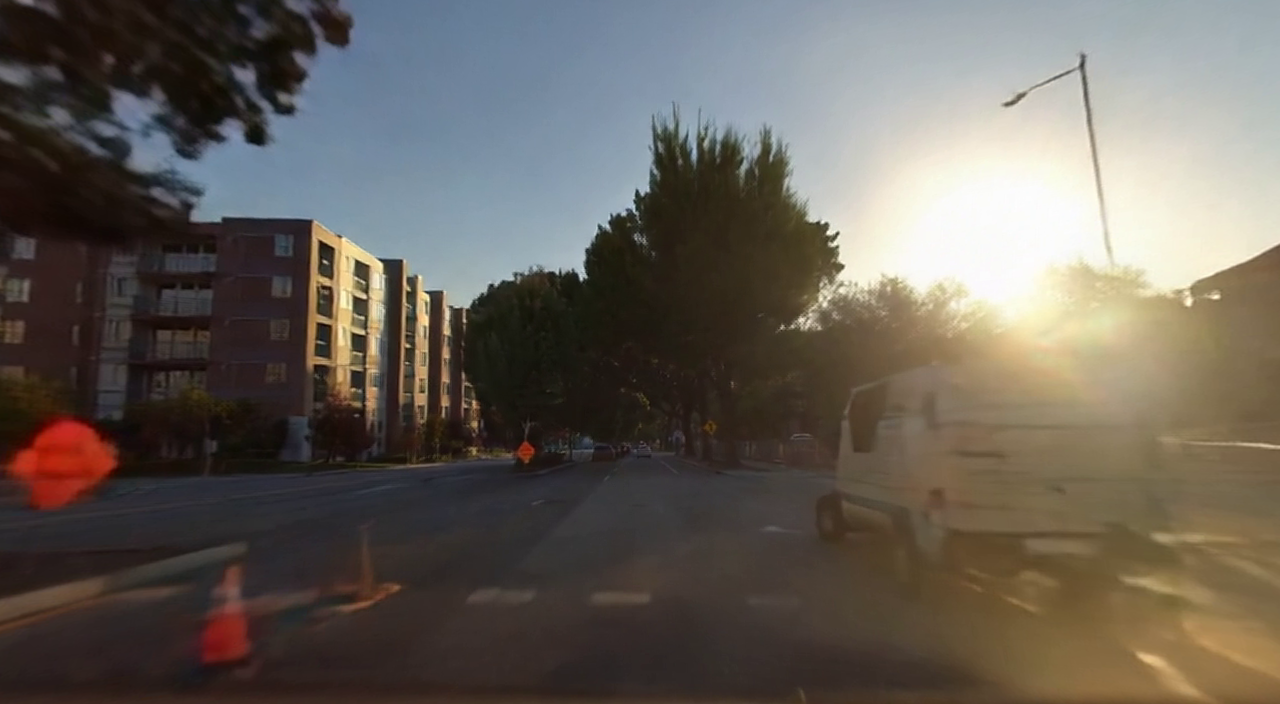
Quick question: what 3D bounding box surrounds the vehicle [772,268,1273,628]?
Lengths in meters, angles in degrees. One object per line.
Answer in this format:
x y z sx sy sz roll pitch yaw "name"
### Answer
3.247 0.873 6.438 2.849 2.686 3.176 -1 -8 -4 "vehicle"
